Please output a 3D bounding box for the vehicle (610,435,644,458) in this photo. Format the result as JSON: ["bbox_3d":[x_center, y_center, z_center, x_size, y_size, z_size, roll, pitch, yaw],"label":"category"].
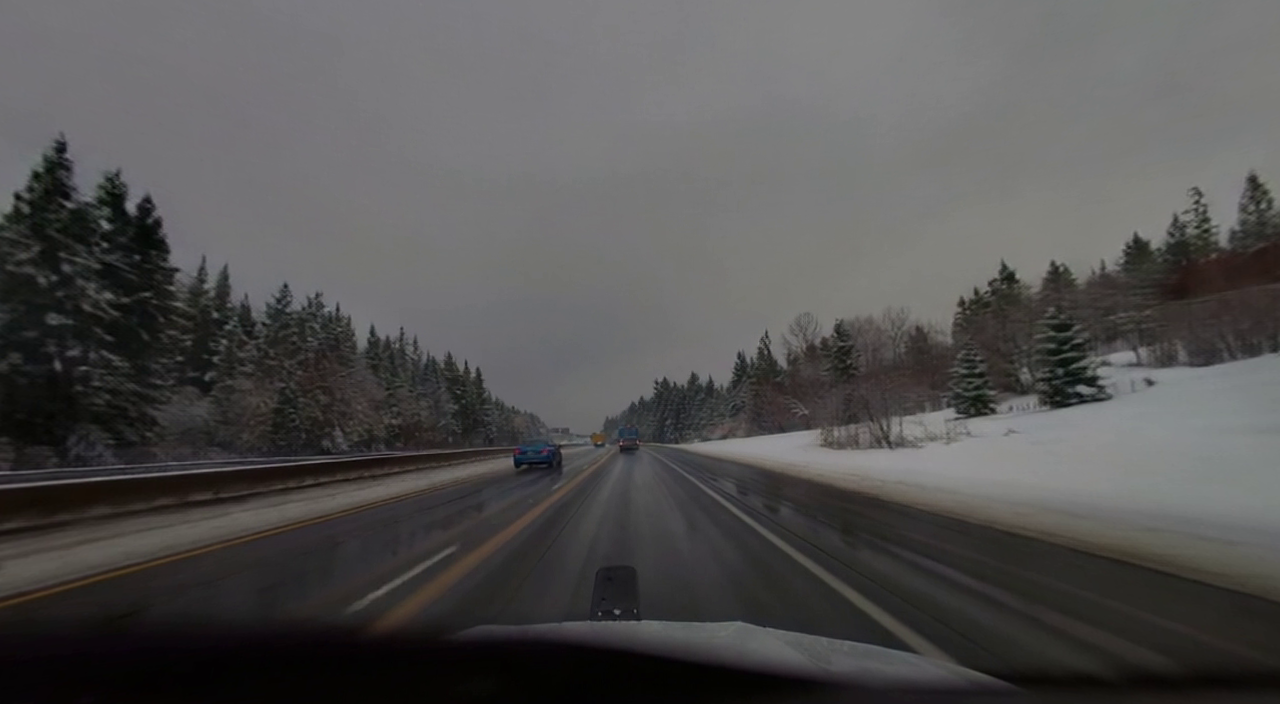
[{"bbox_3d":[-0.840,6.239,41.710,2.162,1.460,4.242,0,-8,0],"label":"vehicle"}]

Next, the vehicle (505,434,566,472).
[{"bbox_3d":[-4.309,4.202,26.528,1.907,1.445,4.049,0,-8,-1],"label":"vehicle"}]
